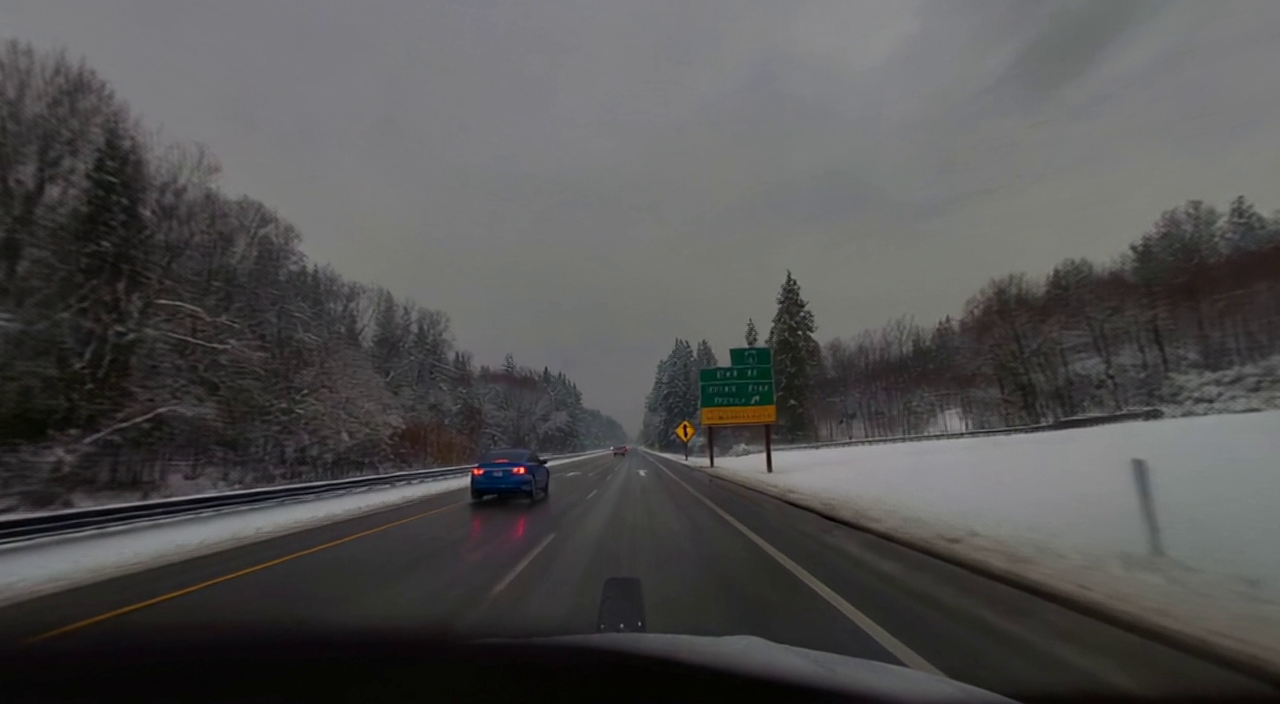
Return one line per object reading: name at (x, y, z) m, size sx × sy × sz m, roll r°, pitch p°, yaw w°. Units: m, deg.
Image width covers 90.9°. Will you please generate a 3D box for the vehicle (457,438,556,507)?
vehicle at (-3.251, 2.999, 16.053) m, size 1.675 × 1.537 × 3.574 m, roll -1°, pitch -9°, yaw 1°
